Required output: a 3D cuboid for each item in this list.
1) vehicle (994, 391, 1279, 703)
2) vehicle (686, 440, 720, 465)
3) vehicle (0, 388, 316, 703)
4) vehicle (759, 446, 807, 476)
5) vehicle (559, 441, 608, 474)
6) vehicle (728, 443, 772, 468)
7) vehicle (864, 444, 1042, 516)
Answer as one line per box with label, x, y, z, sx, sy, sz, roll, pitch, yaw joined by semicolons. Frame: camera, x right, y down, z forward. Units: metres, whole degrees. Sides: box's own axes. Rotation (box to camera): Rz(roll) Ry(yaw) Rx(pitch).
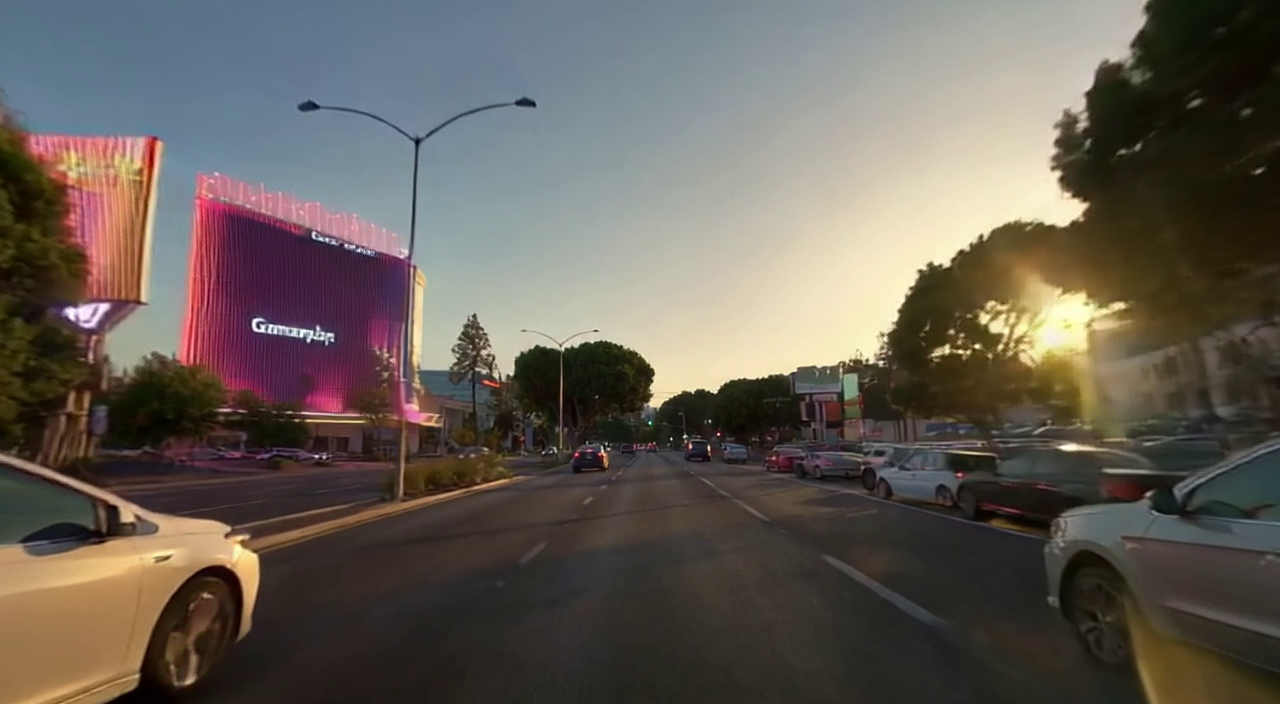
vehicle;3.315;0.823;1.809;1.981;1.499;4.536;0;-8;1
vehicle;4.487;7.268;45.636;2.007;1.683;4.171;0;-8;-1
vehicle;-3.328;0.831;1.788;2.155;1.504;4.776;-1;-8;2
vehicle;7.543;5.764;33.559;1.654;1.440;3.647;0;-8;-1
vehicle;-2.737;5.210;31.384;1.917;1.511;4.436;-1;-8;1
vehicle;7.535;7.135;43.664;1.918;1.598;4.536;0;-8;-4
vehicle;7.377;3.021;15.513;1.976;1.469;4.576;0;-8;-1
